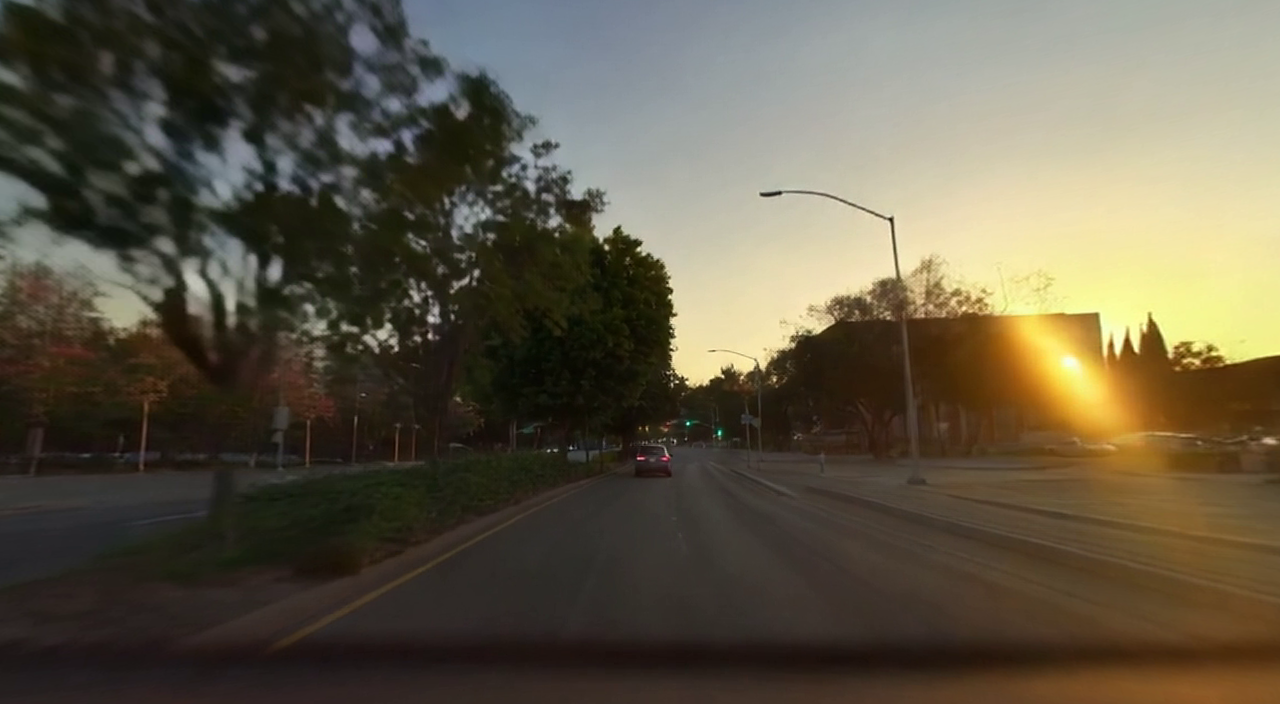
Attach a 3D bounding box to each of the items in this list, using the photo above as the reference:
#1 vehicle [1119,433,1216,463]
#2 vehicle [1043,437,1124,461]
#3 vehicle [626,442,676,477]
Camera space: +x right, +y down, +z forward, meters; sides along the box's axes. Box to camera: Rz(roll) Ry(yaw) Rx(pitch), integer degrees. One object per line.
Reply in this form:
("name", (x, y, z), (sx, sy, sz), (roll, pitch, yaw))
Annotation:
("vehicle", (33.978, 6.191, 40.931), (1.984, 1.750, 4.798), (0, -8, -2))
("vehicle", (28.862, 6.339, 41.337), (1.839, 1.470, 4.548), (0, -9, -3))
("vehicle", (0.552, 4.929, 29.152), (2.133, 1.481, 4.276), (-1, -9, 2))
